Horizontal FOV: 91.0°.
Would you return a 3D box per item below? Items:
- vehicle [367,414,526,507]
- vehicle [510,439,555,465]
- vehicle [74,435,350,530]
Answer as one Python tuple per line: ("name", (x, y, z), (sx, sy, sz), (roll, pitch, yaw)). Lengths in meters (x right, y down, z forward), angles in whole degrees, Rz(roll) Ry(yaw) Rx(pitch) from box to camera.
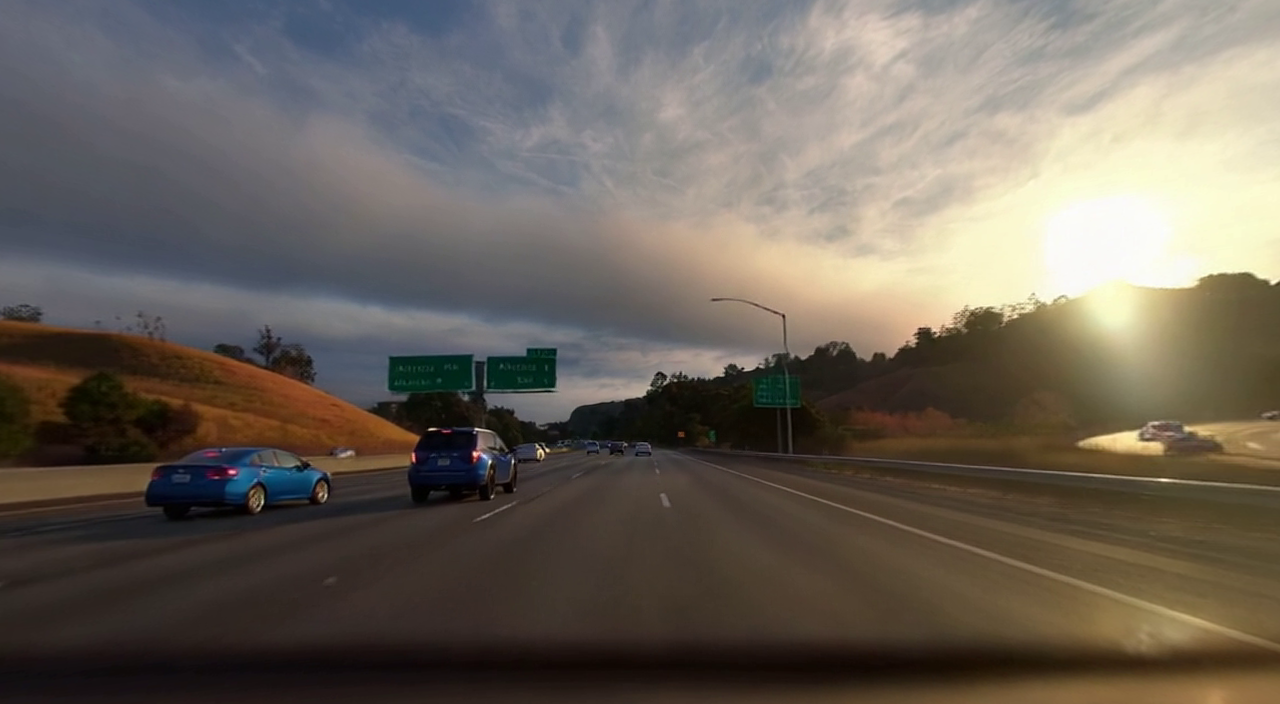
("vehicle", (-4.515, 2.648, 15.716), (2.219, 1.947, 4.924), (0, -9, 2))
("vehicle", (-7.100, 6.660, 42.074), (2.069, 1.636, 4.483), (0, -9, 2))
("vehicle", (-8.082, 2.490, 12.693), (1.984, 1.508, 4.935), (0, -9, 2))
